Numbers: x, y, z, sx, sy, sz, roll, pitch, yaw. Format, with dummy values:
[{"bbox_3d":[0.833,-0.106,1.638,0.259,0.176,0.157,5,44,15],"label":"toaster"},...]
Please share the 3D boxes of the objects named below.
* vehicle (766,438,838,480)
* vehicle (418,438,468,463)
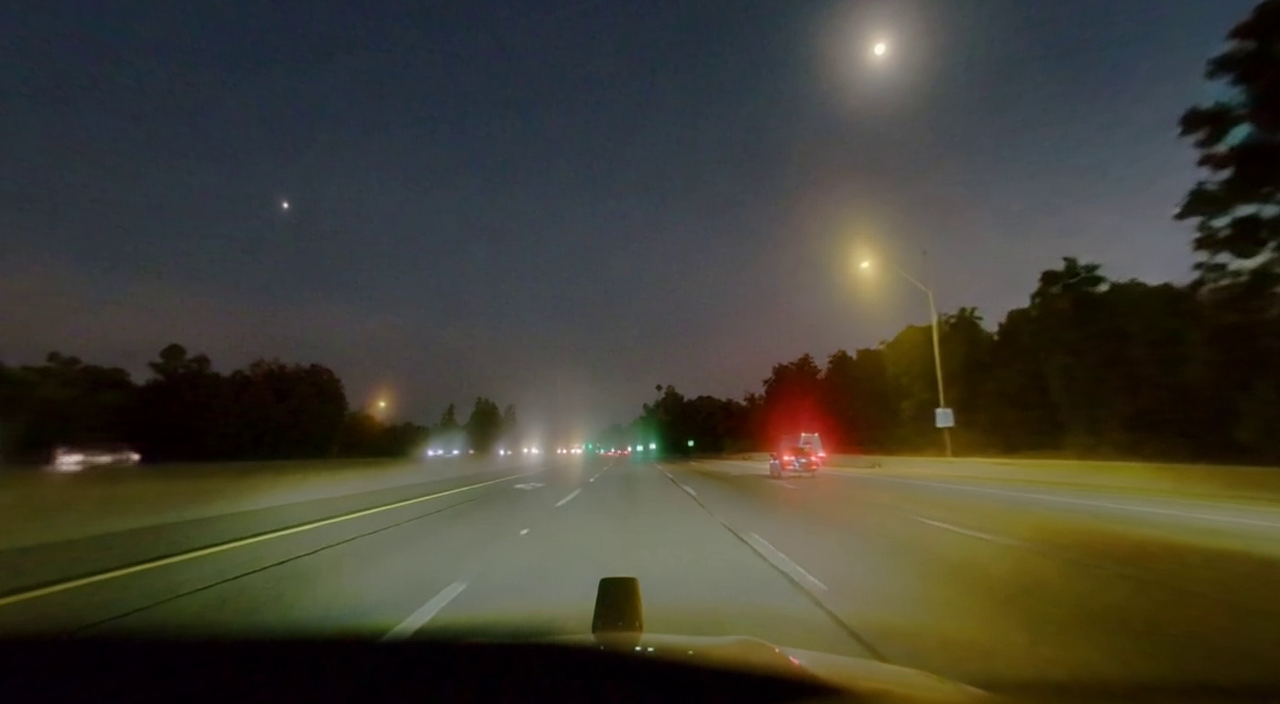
[{"bbox_3d":[7.038,4.692,27.889,2.081,1.705,3.926,0,-9,-1],"label":"vehicle"},{"bbox_3d":[-14.032,7.074,45.359,2.134,1.624,4.589,0,-9,0],"label":"vehicle"}]
